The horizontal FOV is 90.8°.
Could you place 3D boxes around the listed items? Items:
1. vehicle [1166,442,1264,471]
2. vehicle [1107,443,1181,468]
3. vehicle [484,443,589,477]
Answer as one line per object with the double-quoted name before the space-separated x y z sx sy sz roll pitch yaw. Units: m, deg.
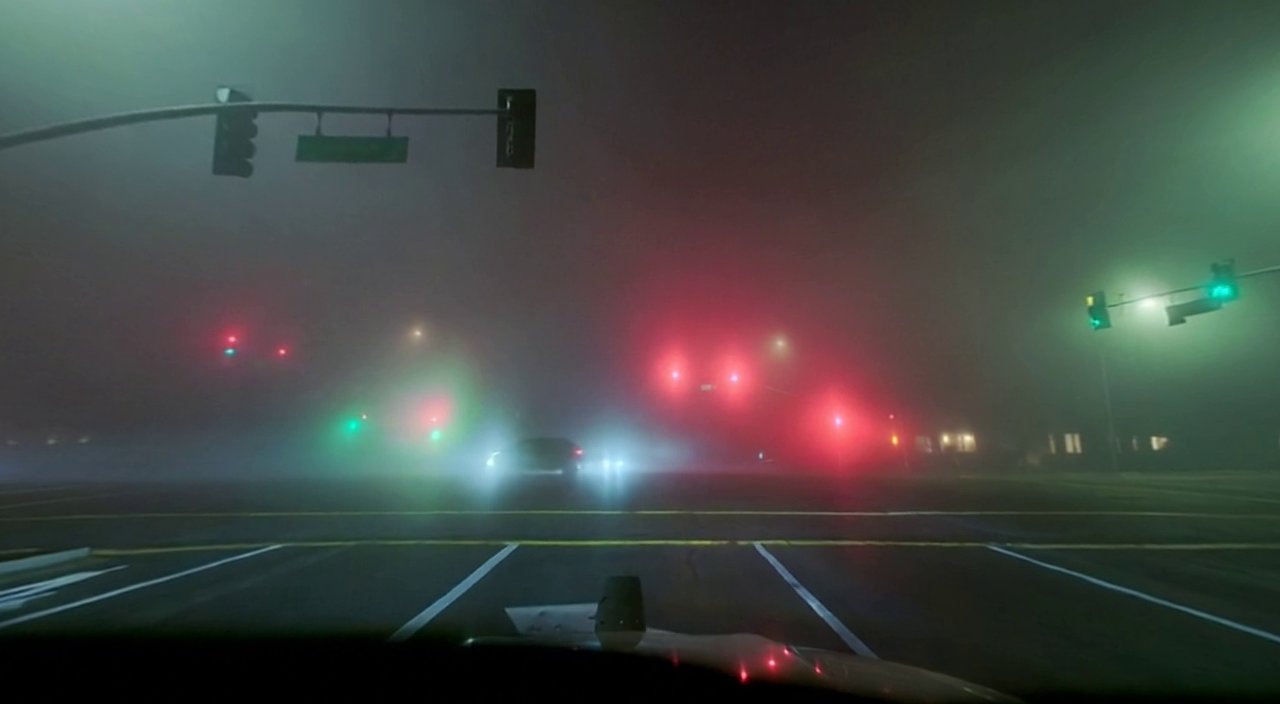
"vehicle" 38.287 6.951 42.213 1.915 1.773 4.499 1 -9 -8
"vehicle" 37.572 7.708 47.215 1.853 1.723 4.460 0 -9 1
"vehicle" -4.762 5.039 29.516 4.560 1.463 1.858 -1 -9 2
